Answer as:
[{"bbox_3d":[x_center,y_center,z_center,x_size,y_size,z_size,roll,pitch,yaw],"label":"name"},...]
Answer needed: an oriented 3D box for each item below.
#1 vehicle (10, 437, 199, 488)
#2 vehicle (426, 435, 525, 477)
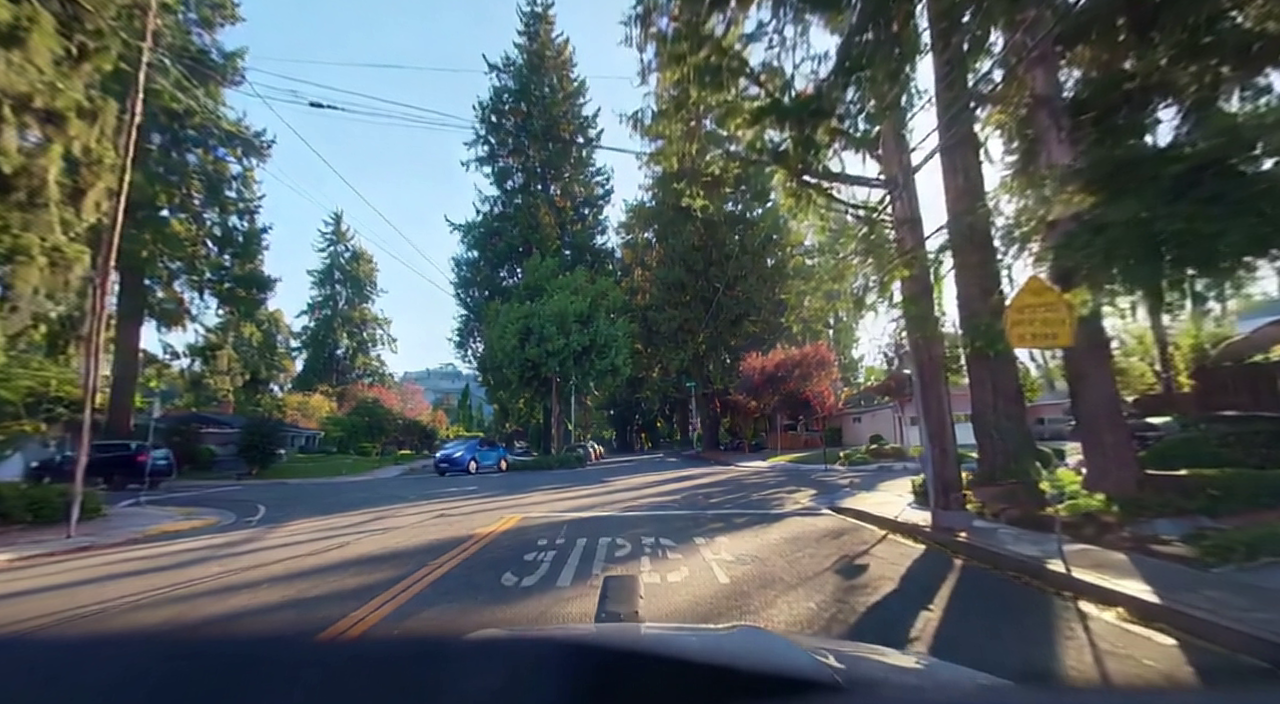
[{"bbox_3d":[-19.193,3.943,22.836,4.968,1.728,1.987,0,-8,0],"label":"vehicle"},{"bbox_3d":[-6.832,4.357,26.817,1.988,1.596,4.396,-3,-8,17],"label":"vehicle"}]
